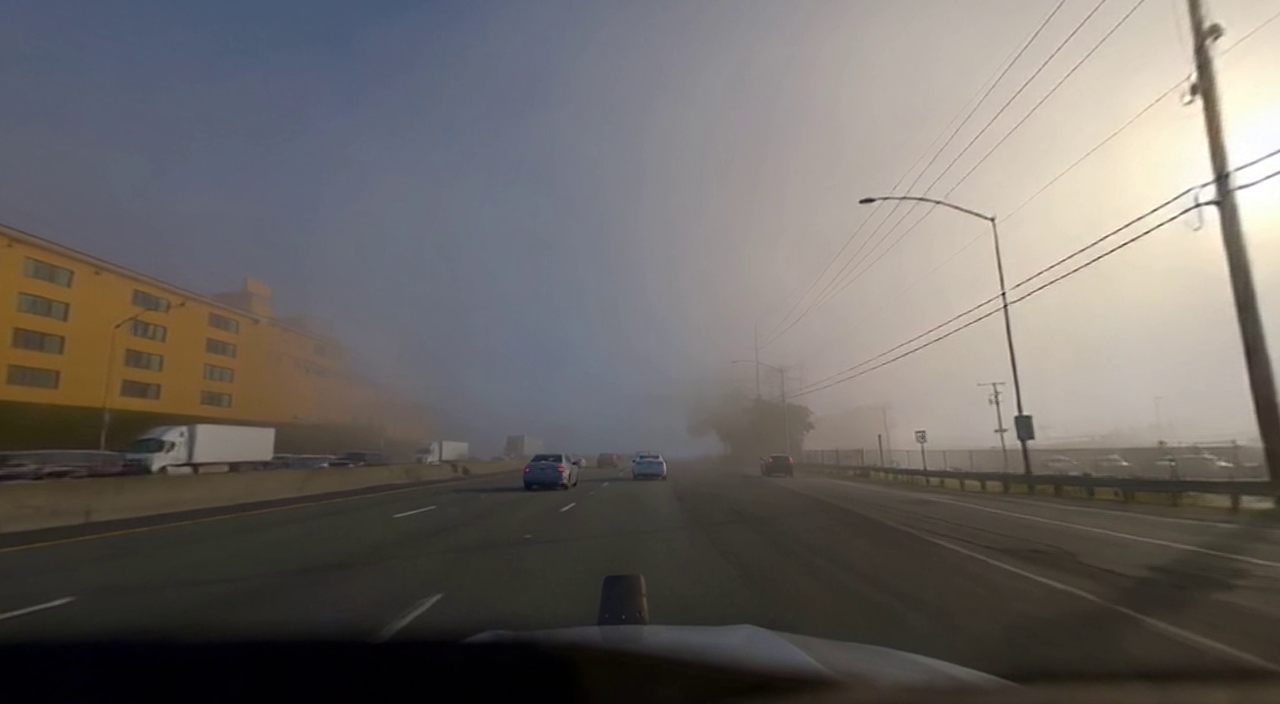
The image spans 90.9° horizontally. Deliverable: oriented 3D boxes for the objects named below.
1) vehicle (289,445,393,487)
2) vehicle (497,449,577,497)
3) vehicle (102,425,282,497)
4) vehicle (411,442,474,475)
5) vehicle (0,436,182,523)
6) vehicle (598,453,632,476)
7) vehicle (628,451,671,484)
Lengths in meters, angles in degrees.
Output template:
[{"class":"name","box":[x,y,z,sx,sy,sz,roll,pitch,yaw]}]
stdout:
[{"class":"vehicle","box":[-12.505,4.772,26.794,2.037,1.574,4.757,-1,-8,1]},{"class":"vehicle","box":[-3.644,4.362,23.169,2.059,1.508,4.662,-1,-8,1]},{"class":"vehicle","box":[-16.847,4.115,24.372,2.289,2.356,6.251,-1,-8,1]},{"class":"vehicle","box":[-12.599,6.794,40.663,2.133,1.970,5.950,-1,-8,0]},{"class":"vehicle","box":[-12.457,2.600,13.446,1.991,1.537,4.464,0,-8,0]},{"class":"vehicle","box":[-1.745,8.024,45.343,2.034,1.466,4.363,-1,-8,4]},{"class":"vehicle","box":[0.505,5.939,32.763,2.107,1.538,3.999,-1,-8,1]}]
